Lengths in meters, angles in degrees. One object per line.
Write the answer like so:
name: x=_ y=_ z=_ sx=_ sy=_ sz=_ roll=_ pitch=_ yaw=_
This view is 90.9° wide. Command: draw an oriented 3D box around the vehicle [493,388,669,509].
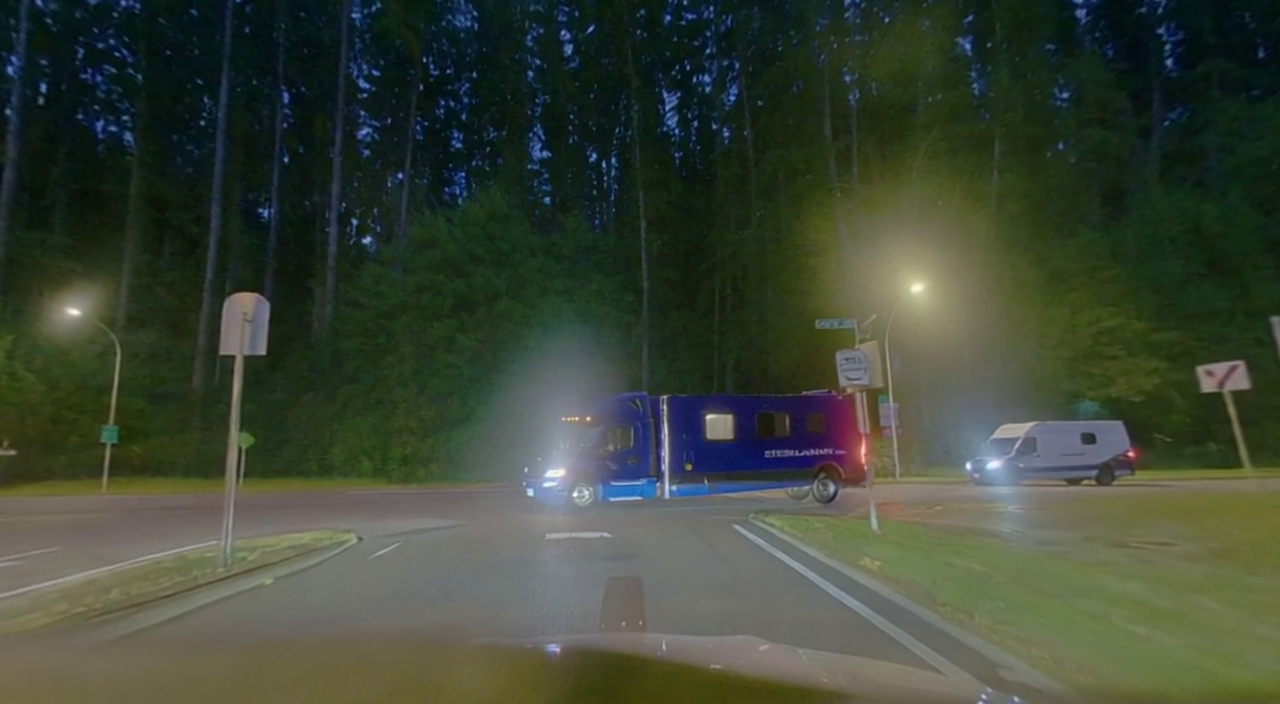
vehicle: x=-1.830 y=2.856 z=18.821 sx=4.552 sy=3.175 sz=2.847 roll=3 pitch=-10 yaw=-22

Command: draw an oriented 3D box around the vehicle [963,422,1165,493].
vehicle: x=15.520 y=3.866 z=23.298 sx=5.923 sy=2.424 sz=2.247 roll=0 pitch=-9 yaw=-6

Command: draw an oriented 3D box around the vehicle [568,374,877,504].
vehicle: x=2.775 y=2.854 z=20.651 sx=9.765 sy=3.622 sz=2.740 roll=3 pitch=-9 yaw=-21
